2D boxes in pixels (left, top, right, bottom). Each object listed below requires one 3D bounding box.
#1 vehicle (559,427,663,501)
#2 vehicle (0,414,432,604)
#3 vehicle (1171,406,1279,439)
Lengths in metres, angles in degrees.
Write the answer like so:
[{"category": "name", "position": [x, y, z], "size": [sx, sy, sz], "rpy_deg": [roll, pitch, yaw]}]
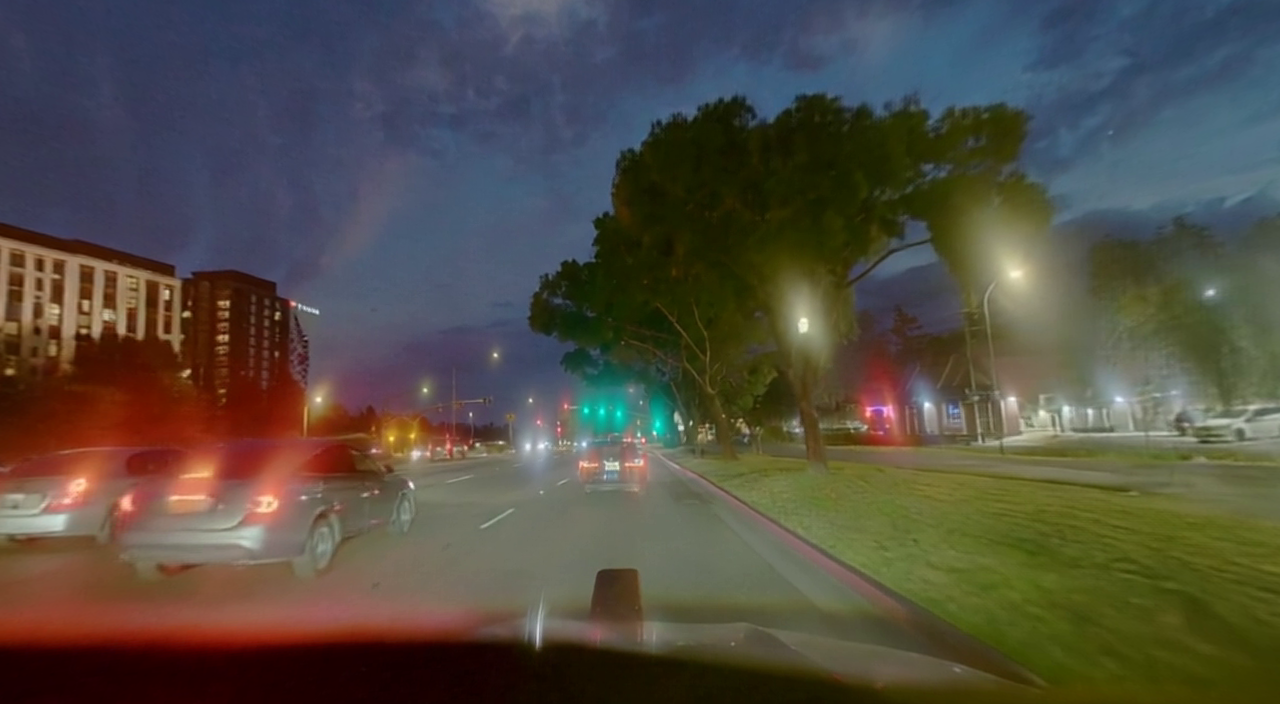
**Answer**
[{"category": "vehicle", "position": [-0.622, 2.589, 14.981], "size": [2.099, 1.469, 4.389], "rpy_deg": [0, -8, -1]}, {"category": "vehicle", "position": [-4.249, 1.611, 7.466], "size": [2.032, 1.515, 4.641], "rpy_deg": [0, -8, 0]}, {"category": "vehicle", "position": [26.711, 3.211, 28.647], "size": [3.719, 1.416, 1.741], "rpy_deg": [0, -9, -4]}]
